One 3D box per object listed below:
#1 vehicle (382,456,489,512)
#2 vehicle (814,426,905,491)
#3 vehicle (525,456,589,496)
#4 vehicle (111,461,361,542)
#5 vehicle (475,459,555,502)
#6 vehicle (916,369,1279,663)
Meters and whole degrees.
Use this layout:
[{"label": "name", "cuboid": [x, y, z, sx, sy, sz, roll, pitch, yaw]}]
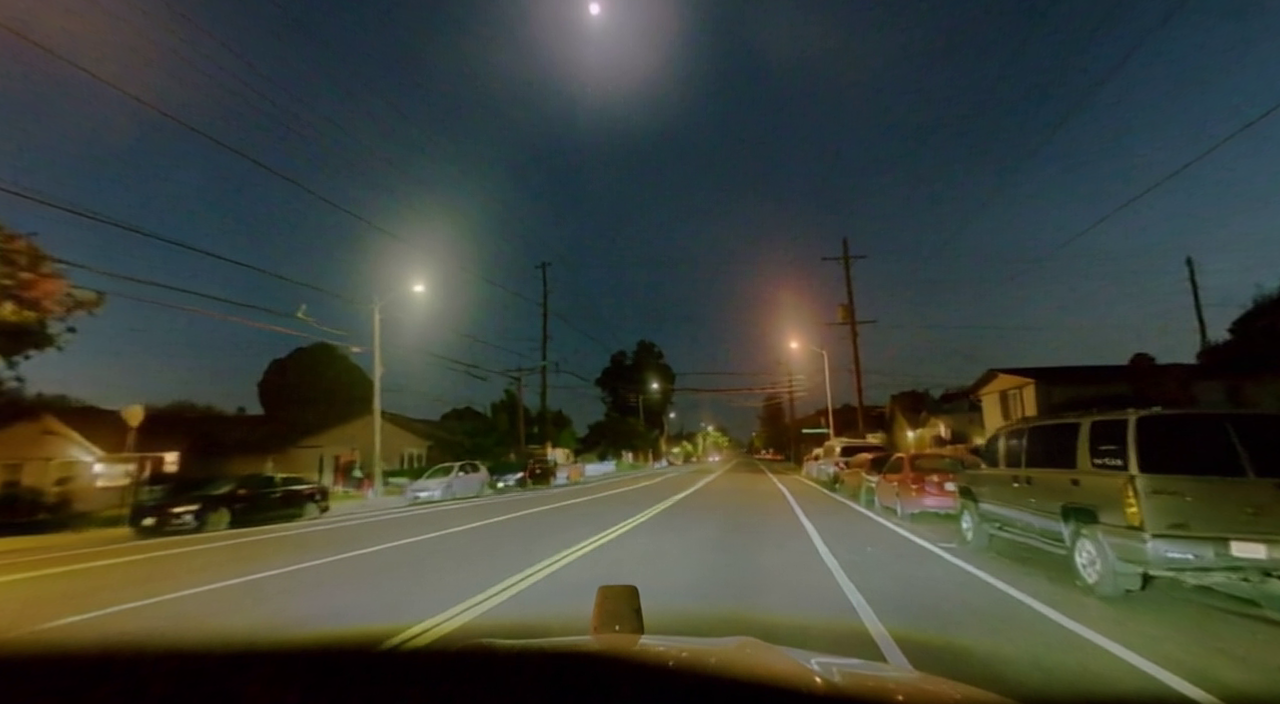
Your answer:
[{"label": "vehicle", "cuboid": [-7.626, 4.926, 24.059, 1.937, 1.837, 4.414, -2, -9, 11]}, {"label": "vehicle", "cuboid": [8.196, 4.021, 24.218, 2.330, 2.160, 5.550, -2, -9, 9]}, {"label": "vehicle", "cuboid": [-4.867, 7.389, 37.992, 2.282, 2.060, 5.738, -2, -9, 9]}, {"label": "vehicle", "cuboid": [-9.429, 3.507, 15.493, 2.136, 1.431, 5.197, -7, -11, 10]}, {"label": "vehicle", "cuboid": [-6.185, 6.422, 32.117, 2.089, 1.837, 5.499, -2, -9, 10]}, {"label": "vehicle", "cuboid": [4.895, 1.433, 6.778, 2.199, 1.885, 5.461, -2, -9, 10]}]
